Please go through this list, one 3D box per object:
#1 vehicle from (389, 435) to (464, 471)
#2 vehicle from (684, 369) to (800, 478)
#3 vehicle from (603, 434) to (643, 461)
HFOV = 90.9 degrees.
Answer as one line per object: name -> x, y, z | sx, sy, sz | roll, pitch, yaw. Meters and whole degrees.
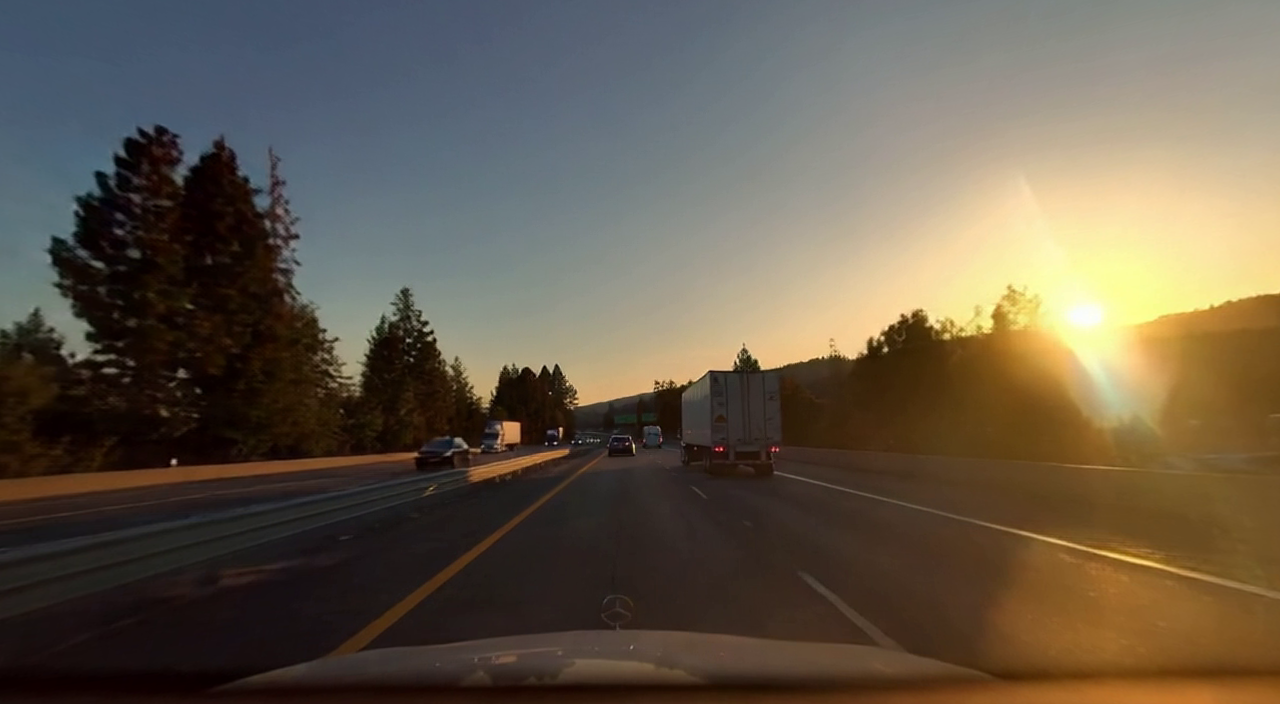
vehicle -> -9.602, 4.561, 28.739 | 1.910, 1.492, 4.302 | 0, -8, -1
vehicle -> 3.616, 2.860, 24.728 | 2.921, 3.526, 8.207 | 0, -8, -2
vehicle -> -1.009, 5.630, 37.431 | 2.259, 1.466, 3.693 | 0, -8, -1
